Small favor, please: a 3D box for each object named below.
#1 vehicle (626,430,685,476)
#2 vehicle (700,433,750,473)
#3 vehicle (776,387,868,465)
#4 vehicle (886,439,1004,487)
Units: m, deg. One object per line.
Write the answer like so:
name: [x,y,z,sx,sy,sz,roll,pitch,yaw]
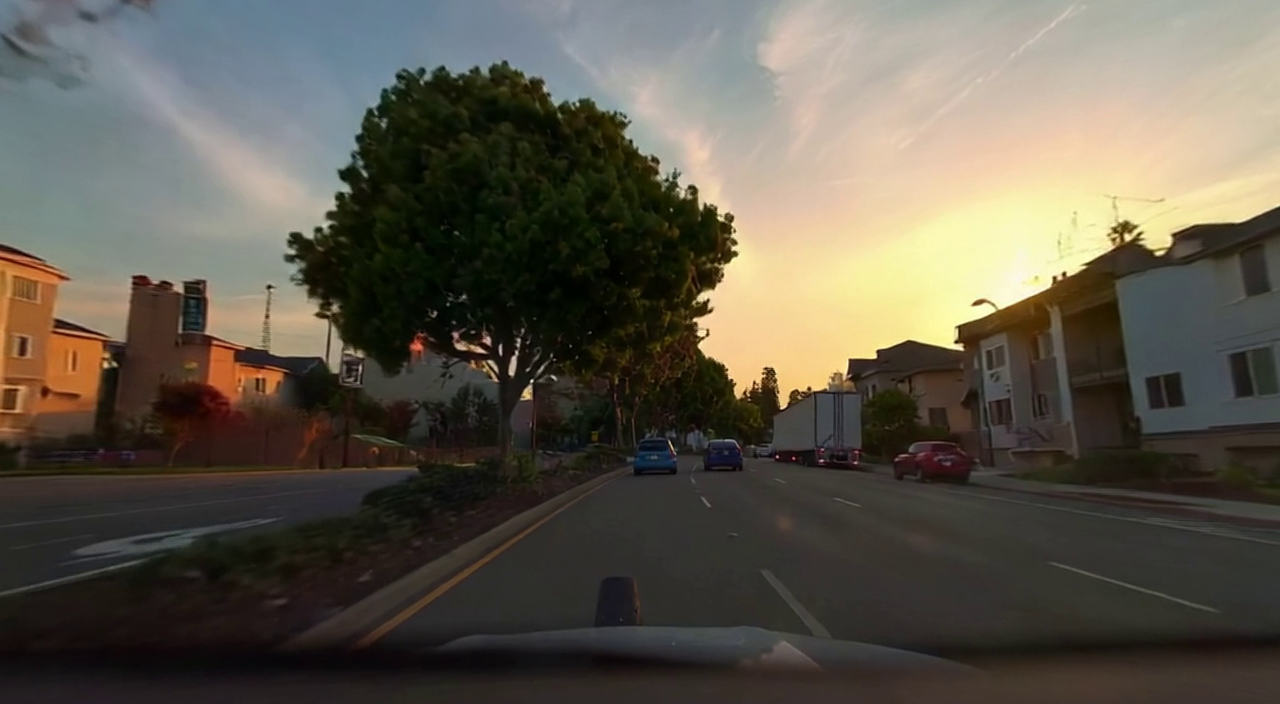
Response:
vehicle: [0.735,4.458,27.992,2.345,1.841,5.032,0,-9,3]
vehicle: [4.148,4.996,31.473,2.033,1.823,4.409,0,-9,2]
vehicle: [12.172,5.509,44.480,2.854,4.374,17.734,-1,-9,5]
vehicle: [10.576,3.873,22.401,1.901,1.496,4.948,0,-9,3]
